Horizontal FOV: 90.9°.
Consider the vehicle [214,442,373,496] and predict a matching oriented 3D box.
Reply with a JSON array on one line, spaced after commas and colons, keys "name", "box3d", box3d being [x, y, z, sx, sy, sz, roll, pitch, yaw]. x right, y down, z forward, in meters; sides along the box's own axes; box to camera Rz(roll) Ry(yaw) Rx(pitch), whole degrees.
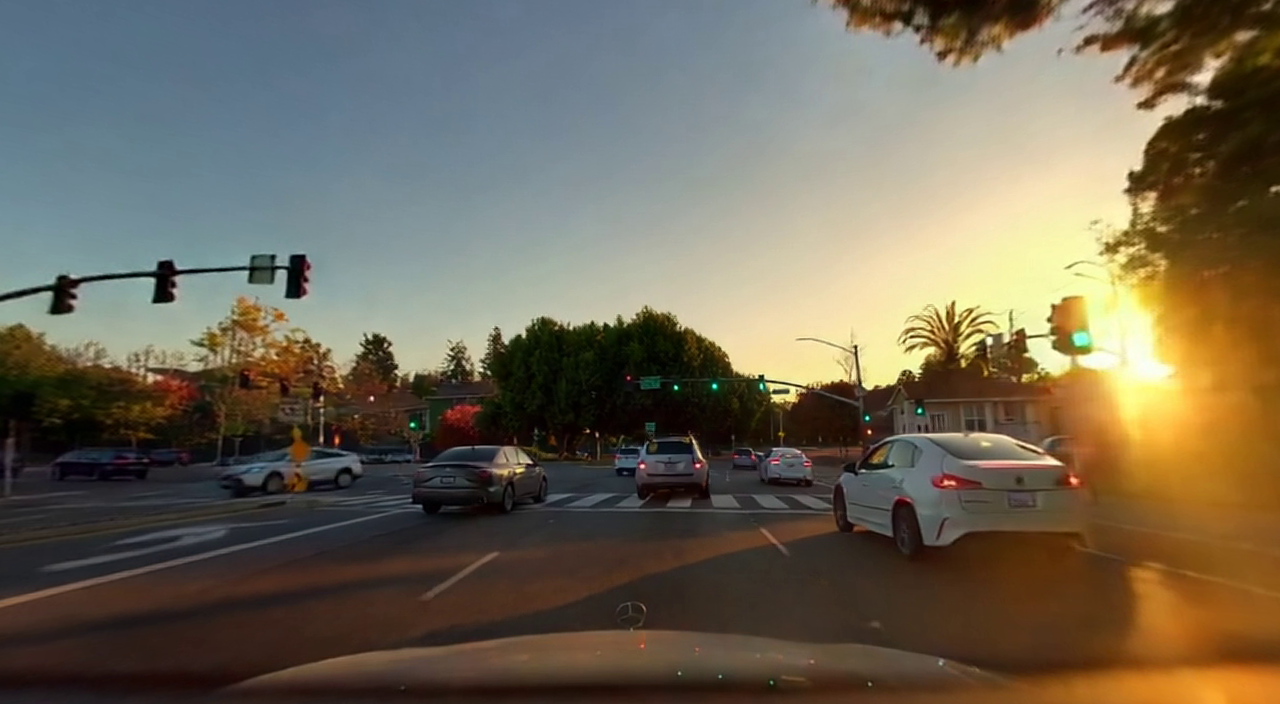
[{"name": "vehicle", "box3d": [-12.155, 4.109, 22.276, 4.578, 1.759, 1.996, -2, -9, 9]}]

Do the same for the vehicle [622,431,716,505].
[{"name": "vehicle", "box3d": [0.893, 3.170, 17.607, 2.250, 1.768, 4.574, -1, -9, 5]}]

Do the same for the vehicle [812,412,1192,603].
[{"name": "vehicle", "box3d": [3.784, 1.710, 7.879, 2.106, 1.636, 4.655, -1, -9, 2]}]

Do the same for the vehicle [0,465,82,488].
[{"name": "vehicle", "box3d": [-42.288, 8.716, 44.101, 4.634, 1.452, 1.888, 0, -9, 0]}]

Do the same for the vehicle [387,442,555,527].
[{"name": "vehicle", "box3d": [-3.293, 2.684, 13.432, 2.006, 1.464, 4.586, -1, -9, 4]}]

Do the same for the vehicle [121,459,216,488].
[{"name": "vehicle", "box3d": [-29.331, 7.557, 39.249, 4.711, 1.661, 1.990, -2, -9, 11]}]

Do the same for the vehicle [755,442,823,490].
[{"name": "vehicle", "box3d": [5.207, 4.007, 22.415, 1.859, 1.540, 3.454, -1, -9, 6]}]
